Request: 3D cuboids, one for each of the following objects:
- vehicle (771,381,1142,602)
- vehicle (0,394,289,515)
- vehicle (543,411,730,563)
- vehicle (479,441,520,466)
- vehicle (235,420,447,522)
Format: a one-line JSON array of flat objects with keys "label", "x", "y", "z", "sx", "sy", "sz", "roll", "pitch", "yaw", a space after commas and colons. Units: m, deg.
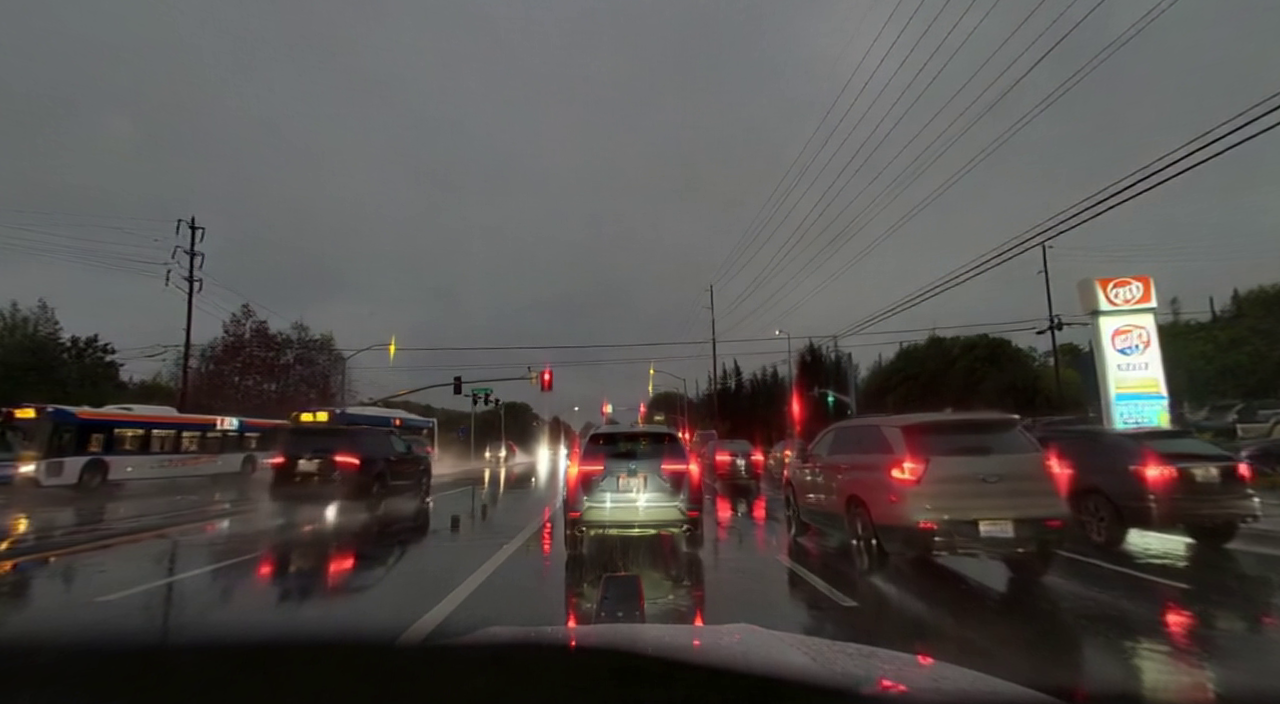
[{"label": "vehicle", "x": 3.068, "y": 1.461, "z": 7.410, "sx": 2.049, "sy": 1.813, "sz": 4.245, "roll": 0, "pitch": -9, "yaw": -1}, {"label": "vehicle", "x": -18.851, "y": 3.885, "z": 24.652, "sx": 3.010, "sy": 3.475, "sz": 12.655, "roll": 0, "pitch": -8, "yaw": 0}, {"label": "vehicle", "x": -0.088, "y": 1.811, "z": 9.146, "sx": 2.087, "sy": 1.677, "sz": 4.053, "roll": 0, "pitch": -9, "yaw": -1}, {"label": "vehicle", "x": -10.563, "y": 7.653, "z": 47.768, "sx": 2.075, "sy": 1.719, "sz": 4.396, "roll": 0, "pitch": -9, "yaw": 0}, {"label": "vehicle", "x": -6.075, "y": 2.487, "z": 13.744, "sx": 2.190, "sy": 1.795, "sz": 4.993, "roll": 0, "pitch": -9, "yaw": -1}]
